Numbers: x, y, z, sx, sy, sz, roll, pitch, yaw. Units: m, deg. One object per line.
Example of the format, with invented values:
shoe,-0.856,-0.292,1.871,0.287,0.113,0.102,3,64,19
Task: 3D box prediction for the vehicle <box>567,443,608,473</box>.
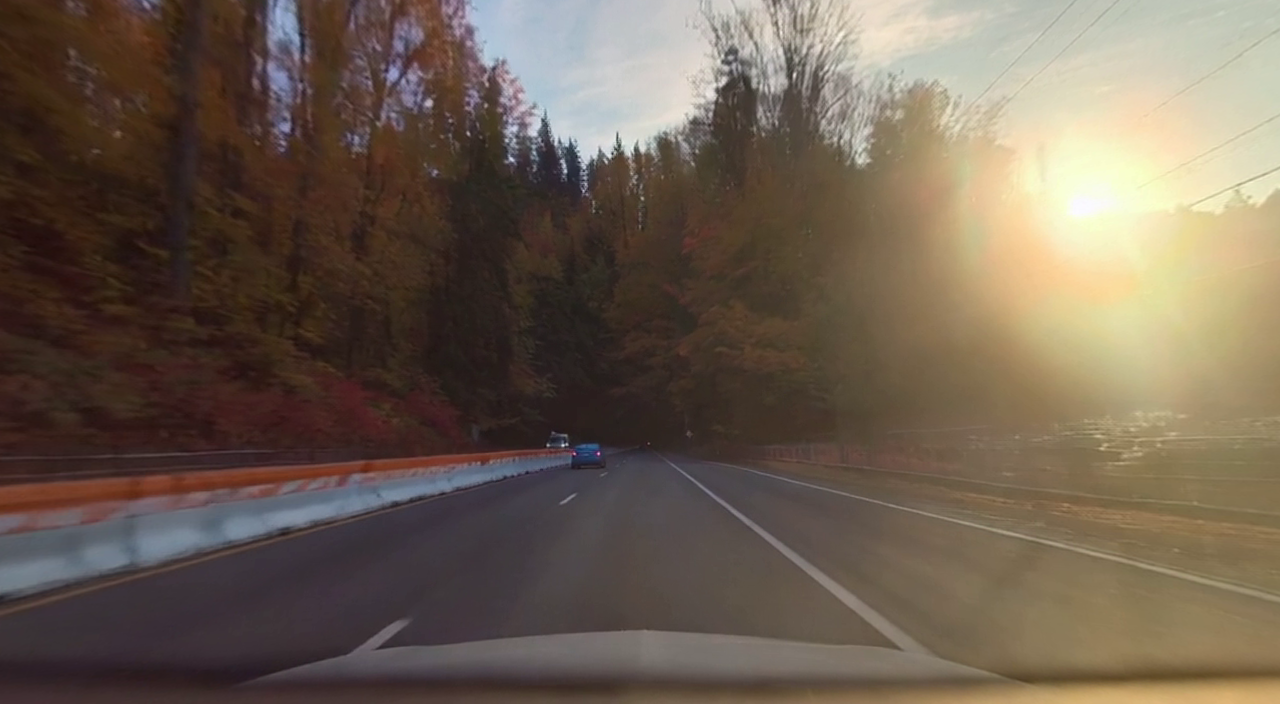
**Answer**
vehicle,-2.808,5.770,34.470,1.902,1.505,4.016,0,-9,0
